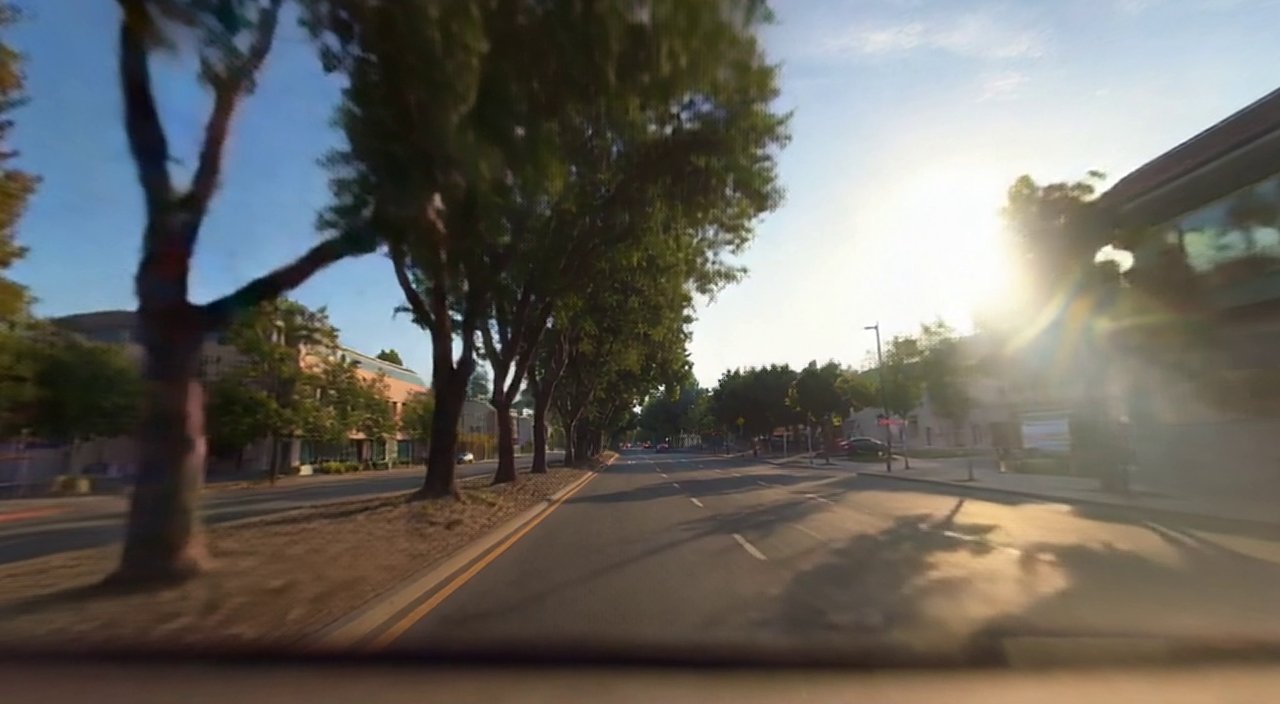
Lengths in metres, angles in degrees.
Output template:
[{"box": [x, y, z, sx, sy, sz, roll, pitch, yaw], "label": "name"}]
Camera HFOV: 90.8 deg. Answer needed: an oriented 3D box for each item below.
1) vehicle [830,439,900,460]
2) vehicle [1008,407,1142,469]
[{"box": [16.924, 7.351, 47.645, 4.505, 1.498, 2.068, 0, -8, -3], "label": "vehicle"}, {"box": [21.690, 4.386, 31.988, 2.400, 2.851, 5.992, 0, -8, 0], "label": "vehicle"}]
